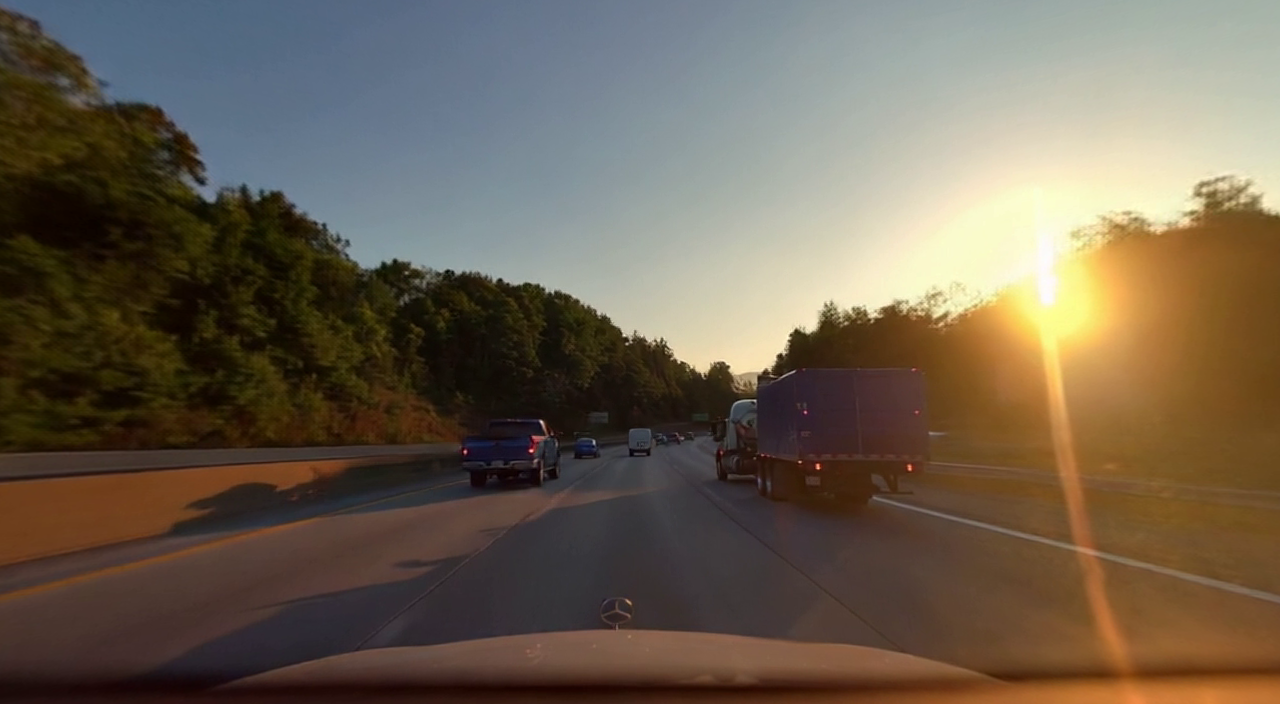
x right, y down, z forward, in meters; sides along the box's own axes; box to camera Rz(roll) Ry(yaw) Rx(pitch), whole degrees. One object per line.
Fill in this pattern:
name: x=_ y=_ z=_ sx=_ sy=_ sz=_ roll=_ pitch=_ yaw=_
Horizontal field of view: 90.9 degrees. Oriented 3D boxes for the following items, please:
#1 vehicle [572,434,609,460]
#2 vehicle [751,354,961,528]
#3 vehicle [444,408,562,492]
vehicle: x=-3.093 y=6.029 z=40.273 sx=2.008 sy=1.588 sz=4.147 roll=0 pitch=-8 yaw=1
vehicle: x=3.568 y=1.588 z=11.453 sx=2.256 sy=2.568 sz=4.049 roll=0 pitch=-8 yaw=-1
vehicle: x=-3.561 y=2.650 z=17.416 sx=2.204 sy=1.991 sz=4.720 roll=0 pitch=-8 yaw=0
